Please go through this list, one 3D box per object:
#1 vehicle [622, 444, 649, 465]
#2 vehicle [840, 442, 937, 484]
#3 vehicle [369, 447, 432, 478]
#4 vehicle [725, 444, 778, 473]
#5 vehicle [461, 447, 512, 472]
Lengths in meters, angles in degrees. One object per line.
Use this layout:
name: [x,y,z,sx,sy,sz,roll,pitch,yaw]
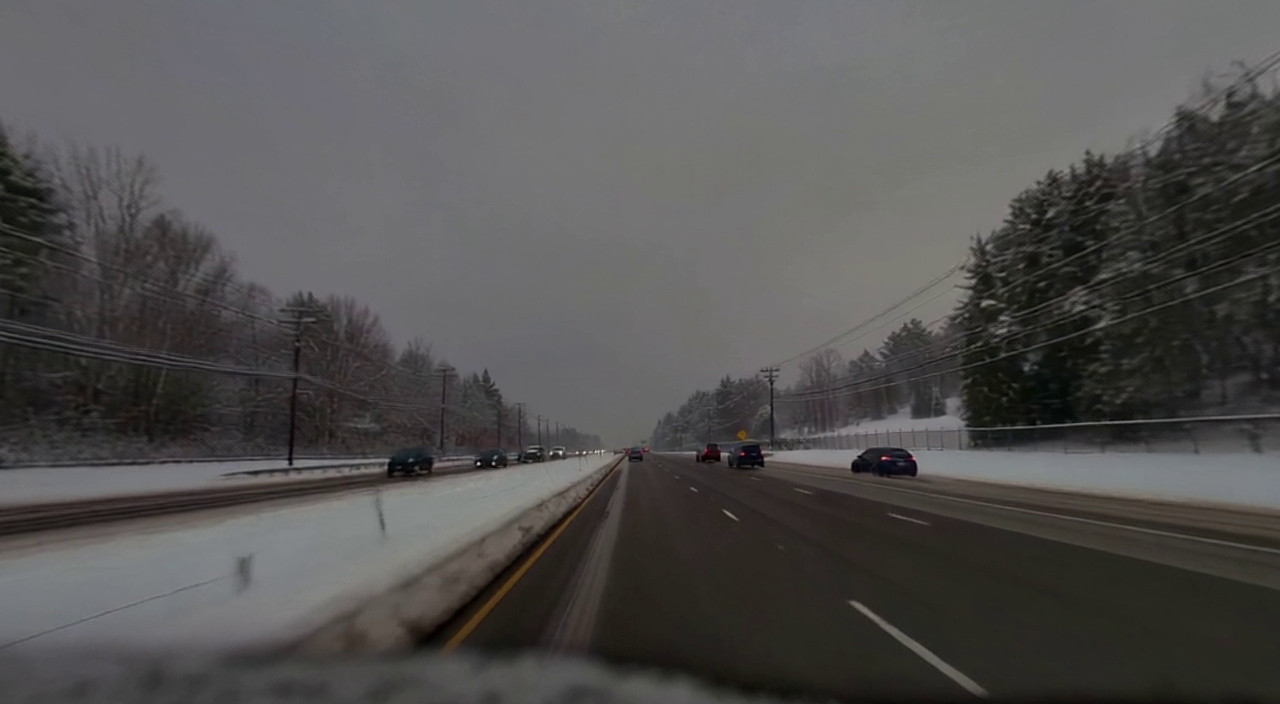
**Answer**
vehicle: [-0.362,8.034,49.622,1.993,1.506,3.883,0,-8,-1]
vehicle: [9.733,4.361,25.199,1.969,1.506,4.422,0,-8,-1]
vehicle: [-13.220,6.097,35.129,1.843,1.602,4.040,0,-8,0]
vehicle: [6.298,6.051,36.270,2.069,1.520,4.614,0,-8,-1]
vehicle: [-10.111,7.100,41.970,2.259,1.507,4.362,0,-8,0]
